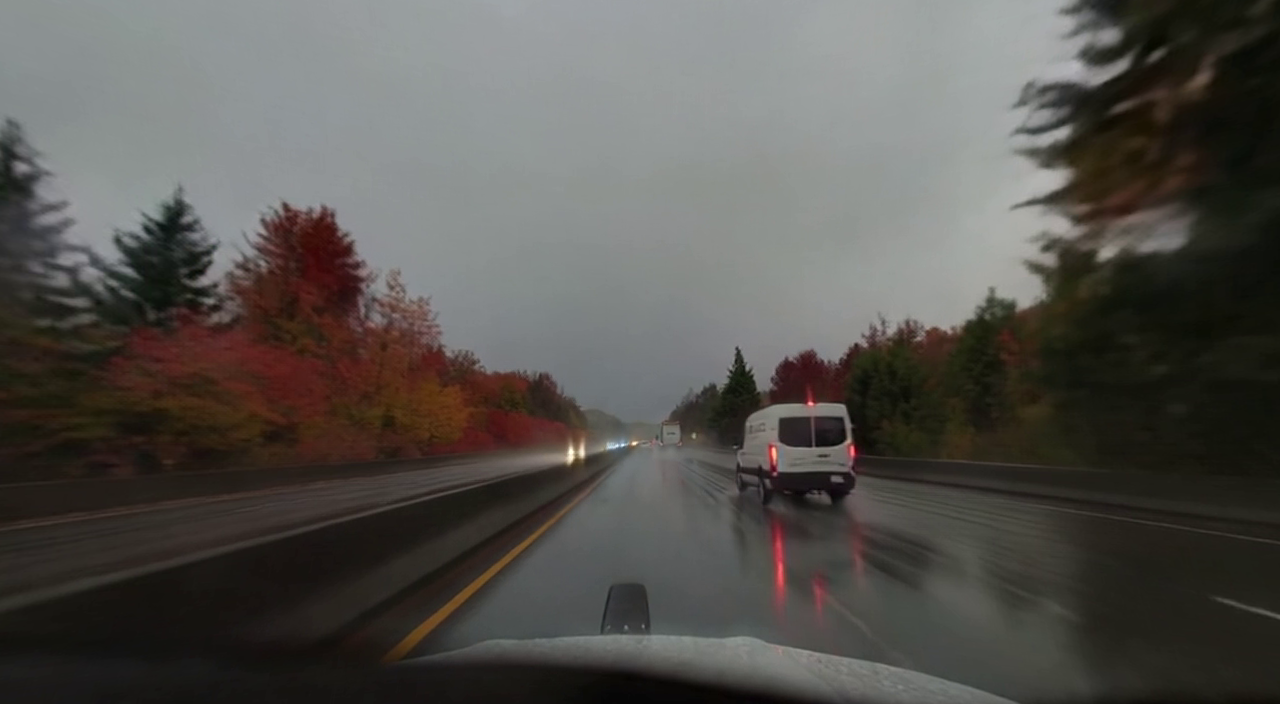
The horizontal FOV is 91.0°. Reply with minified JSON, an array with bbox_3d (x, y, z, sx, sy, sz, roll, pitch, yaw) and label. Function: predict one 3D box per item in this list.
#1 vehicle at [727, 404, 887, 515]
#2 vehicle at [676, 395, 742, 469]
[{"bbox_3d":[3.569,2.439,14.698,2.291,2.112,5.052,0,-8,0],"label":"vehicle"},{"bbox_3d":[4.427,5.768,44.341,3.208,4.202,15.777,0,-8,1],"label":"vehicle"}]
